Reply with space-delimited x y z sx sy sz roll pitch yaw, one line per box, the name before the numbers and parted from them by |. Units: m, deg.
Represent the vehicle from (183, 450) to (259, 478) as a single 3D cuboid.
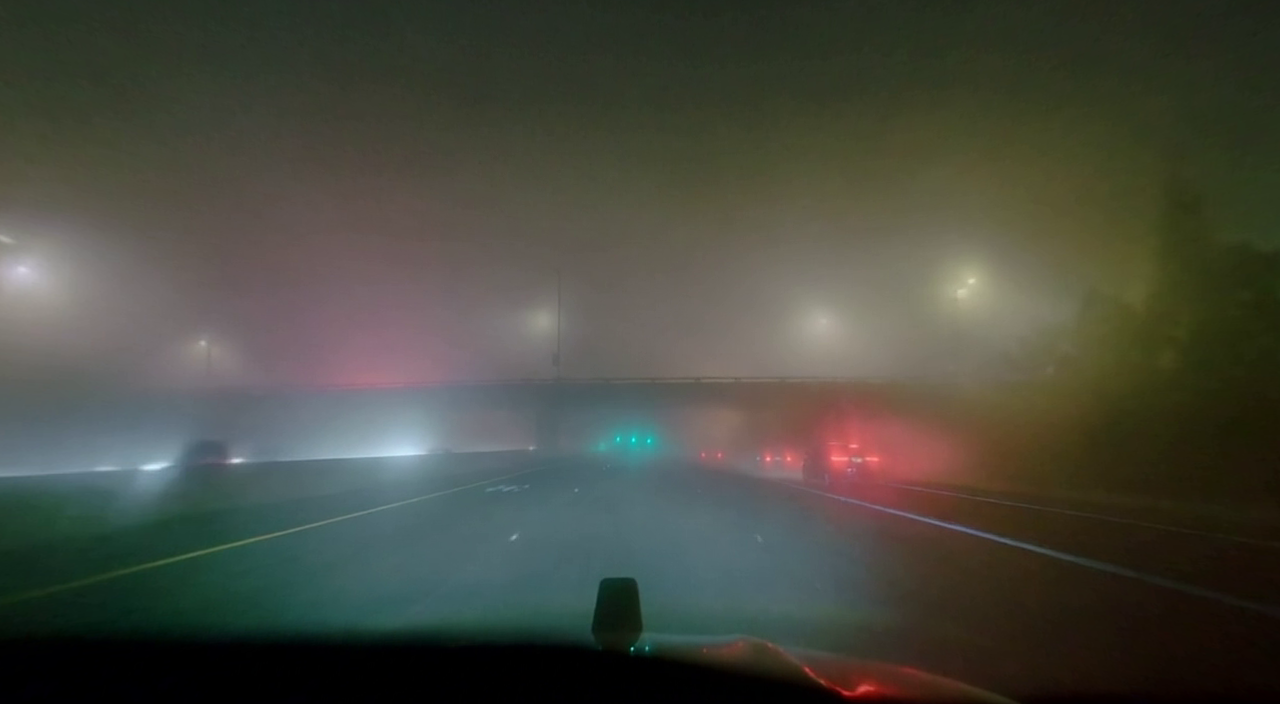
vehicle | -27.860 7.431 42.219 1.994 1.682 4.665 0 -9 -2
